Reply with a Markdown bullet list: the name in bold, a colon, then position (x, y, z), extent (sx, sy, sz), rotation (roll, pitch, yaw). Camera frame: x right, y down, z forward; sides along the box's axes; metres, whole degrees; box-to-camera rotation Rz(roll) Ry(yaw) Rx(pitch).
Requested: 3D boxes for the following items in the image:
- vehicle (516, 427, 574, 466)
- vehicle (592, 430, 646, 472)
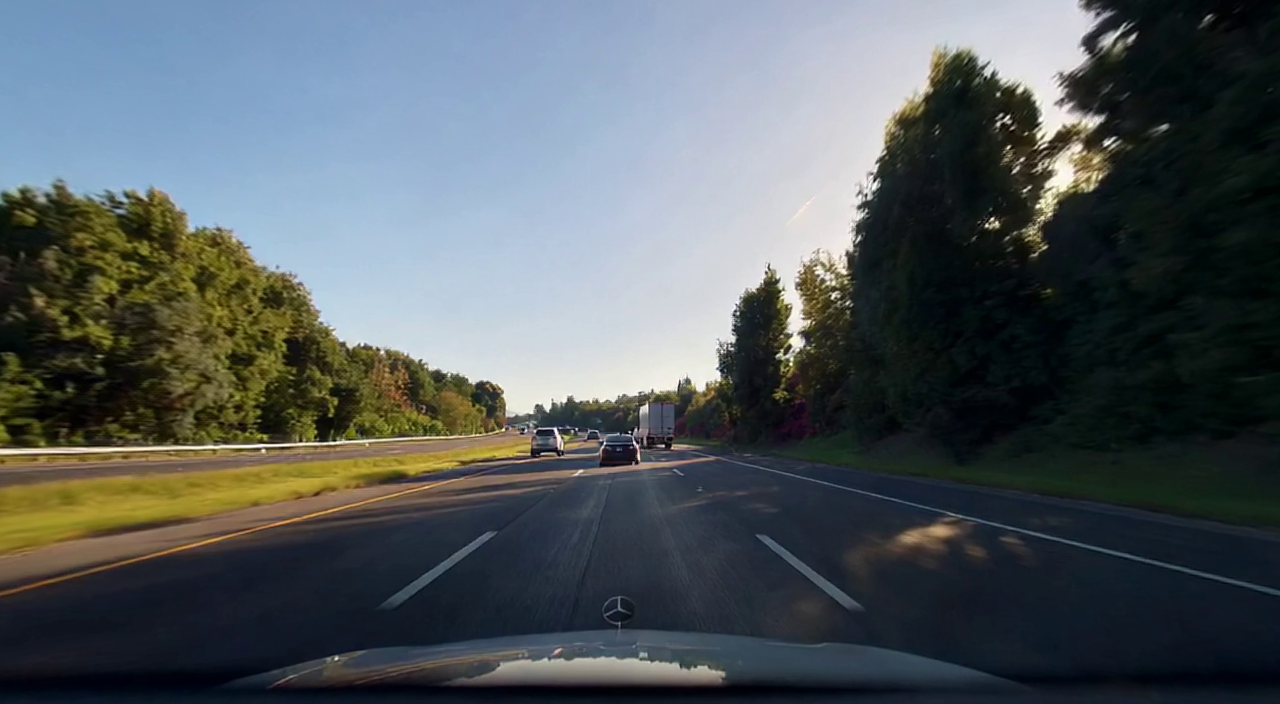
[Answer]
- **vehicle**: position (-4.699, 4.747, 31.800), extent (2.234, 1.773, 5.134), rotation (0, -8, -1)
- **vehicle**: position (-0.833, 4.049, 25.911), extent (2.048, 1.563, 4.087), rotation (0, -8, -1)
